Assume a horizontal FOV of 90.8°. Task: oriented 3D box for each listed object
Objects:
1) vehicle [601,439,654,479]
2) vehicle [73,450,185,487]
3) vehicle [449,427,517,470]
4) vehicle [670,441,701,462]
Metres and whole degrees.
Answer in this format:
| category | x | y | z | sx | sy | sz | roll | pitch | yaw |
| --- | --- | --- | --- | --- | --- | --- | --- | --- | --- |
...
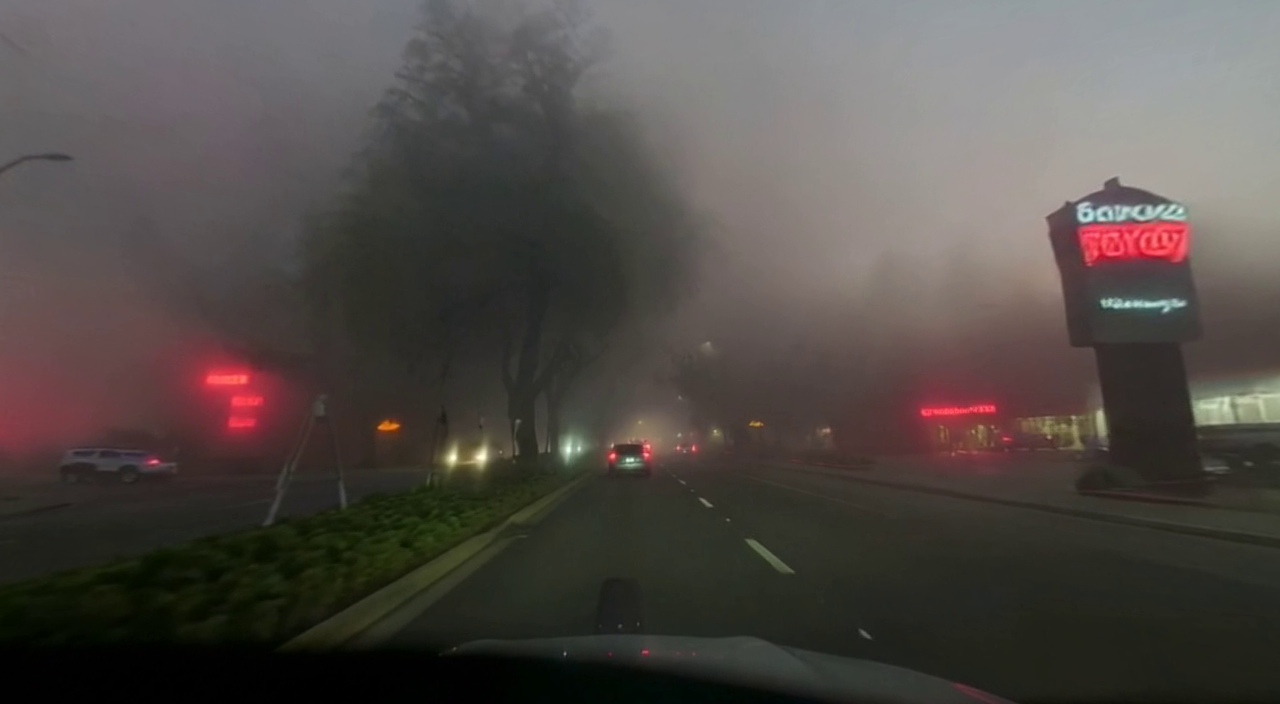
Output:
| category | x | y | z | sx | sy | sz | roll | pitch | yaw |
| --- | --- | --- | --- | --- | --- | --- | --- | --- | --- |
| vehicle | -0.473 | 4.287 | 25.560 | 2.006 | 1.487 | 3.535 | 0 | -9 | 0 |
| vehicle | -23.521 | 5.338 | 29.181 | 3.650 | 1.487 | 1.757 | -1 | -8 | -1 |
| vehicle | -8.603 | 5.366 | 35.253 | 2.274 | 2.201 | 5.710 | -1 | -9 | 1 |
| vehicle | 3.455 | 7.633 | 48.520 | 1.910 | 1.474 | 4.003 | 0 | -9 | -2 |
